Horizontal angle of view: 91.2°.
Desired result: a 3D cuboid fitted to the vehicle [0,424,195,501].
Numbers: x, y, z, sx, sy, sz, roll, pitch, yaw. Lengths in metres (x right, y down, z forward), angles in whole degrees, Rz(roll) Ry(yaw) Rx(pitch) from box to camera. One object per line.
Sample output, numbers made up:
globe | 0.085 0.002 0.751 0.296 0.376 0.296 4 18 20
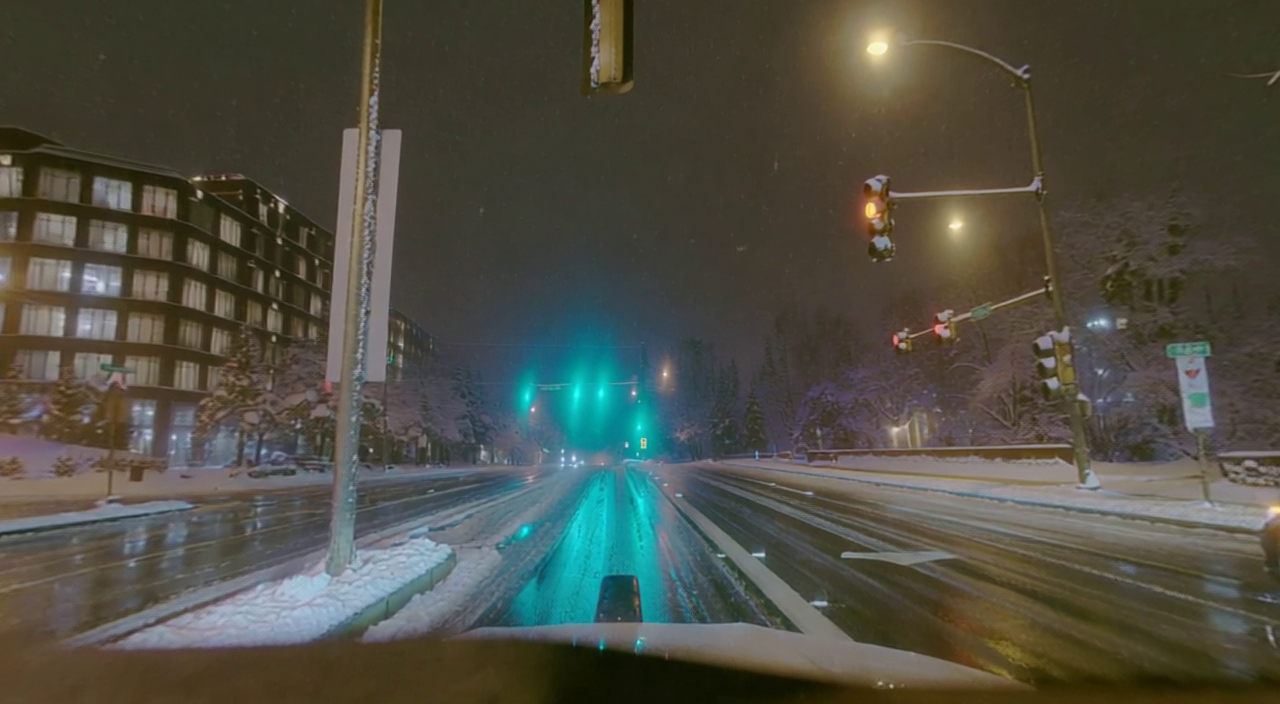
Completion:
vehicle | -24.269 4.818 27.590 7.088 3.096 2.678 0 -9 -2
